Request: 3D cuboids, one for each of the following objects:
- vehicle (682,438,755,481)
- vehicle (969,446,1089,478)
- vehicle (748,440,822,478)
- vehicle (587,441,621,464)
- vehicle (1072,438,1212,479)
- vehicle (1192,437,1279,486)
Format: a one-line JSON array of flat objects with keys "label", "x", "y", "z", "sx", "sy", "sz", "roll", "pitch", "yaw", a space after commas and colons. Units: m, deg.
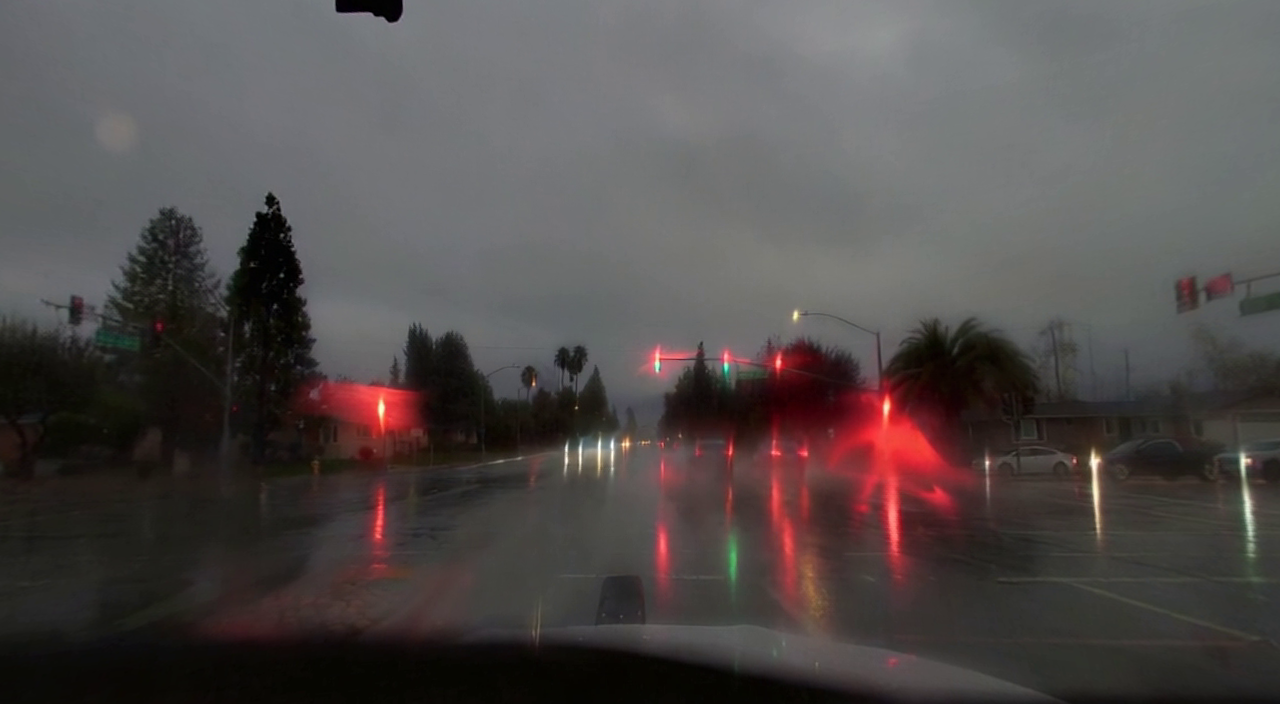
[{"label": "vehicle", "x": 2.929, "y": 4.173, "z": 24.759, "sx": 2.142, "sy": 1.506, "sz": 4.948, "roll": 0, "pitch": -9, "yaw": -1}, {"label": "vehicle", "x": 19.761, "y": 5.605, "z": 32.229, "sx": 4.874, "sy": 1.544, "sz": 1.779, "roll": 0, "pitch": -9, "yaw": 1}, {"label": "vehicle", "x": 6.255, "y": 4.676, "z": 27.839, "sx": 2.074, "sy": 1.530, "sz": 4.565, "roll": 0, "pitch": -9, "yaw": -1}, {"label": "vehicle", "x": -2.364, "y": 6.713, "z": 42.285, "sx": 2.045, "sy": 1.484, "sz": 3.991, "roll": 0, "pitch": -9, "yaw": 0}, {"label": "vehicle", "x": 23.523, "y": 4.988, "z": 29.732, "sx": 4.807, "sy": 1.835, "sz": 2.033, "roll": 0, "pitch": -9, "yaw": -1}, {"label": "vehicle", "x": 23.651, "y": 4.040, "z": 23.453, "sx": 4.417, "sy": 1.725, "sz": 1.969, "roll": 0, "pitch": -9, "yaw": -1}]
